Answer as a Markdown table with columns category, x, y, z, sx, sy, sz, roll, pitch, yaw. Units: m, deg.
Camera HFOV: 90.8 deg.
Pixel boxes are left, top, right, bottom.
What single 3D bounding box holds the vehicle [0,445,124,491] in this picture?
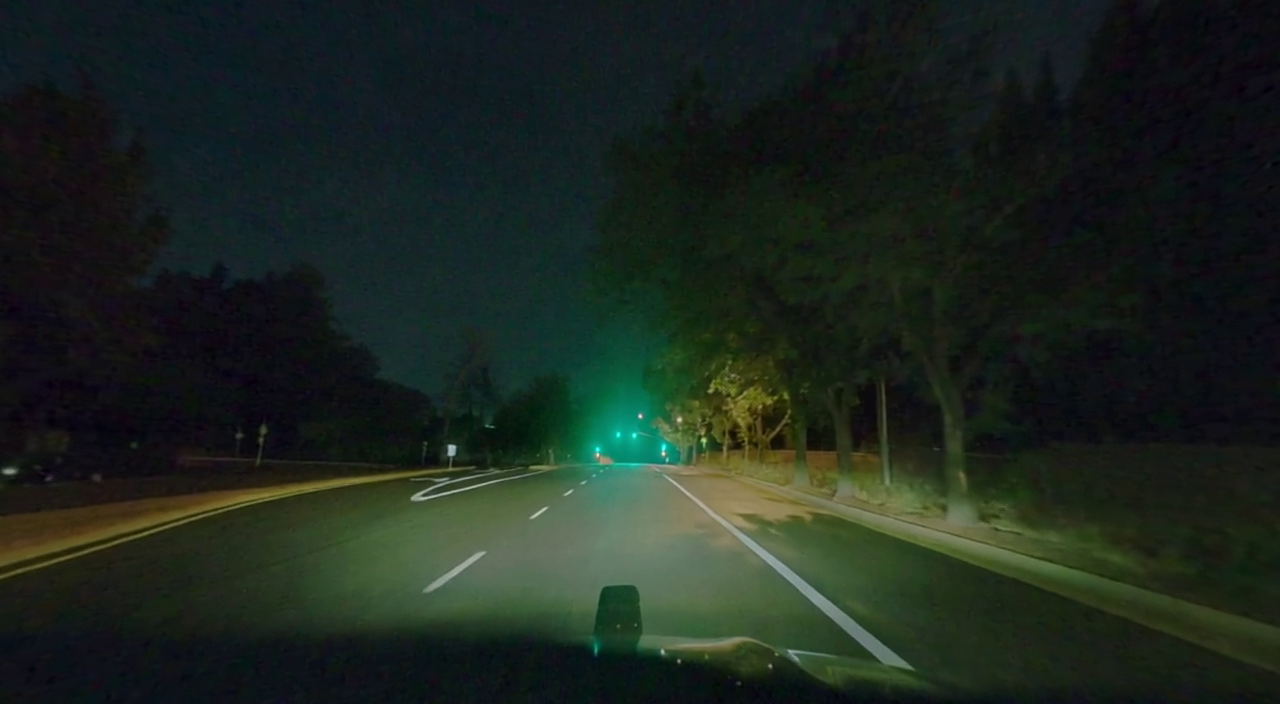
| category | x | y | z | sx | sy | sz | roll | pitch | yaw |
| --- | --- | --- | --- | --- | --- | --- | --- | --- | --- |
| vehicle | -22.713 | 4.374 | 24.133 | 2.049 | 1.578 | 4.787 | -1 | -9 | -2 |
